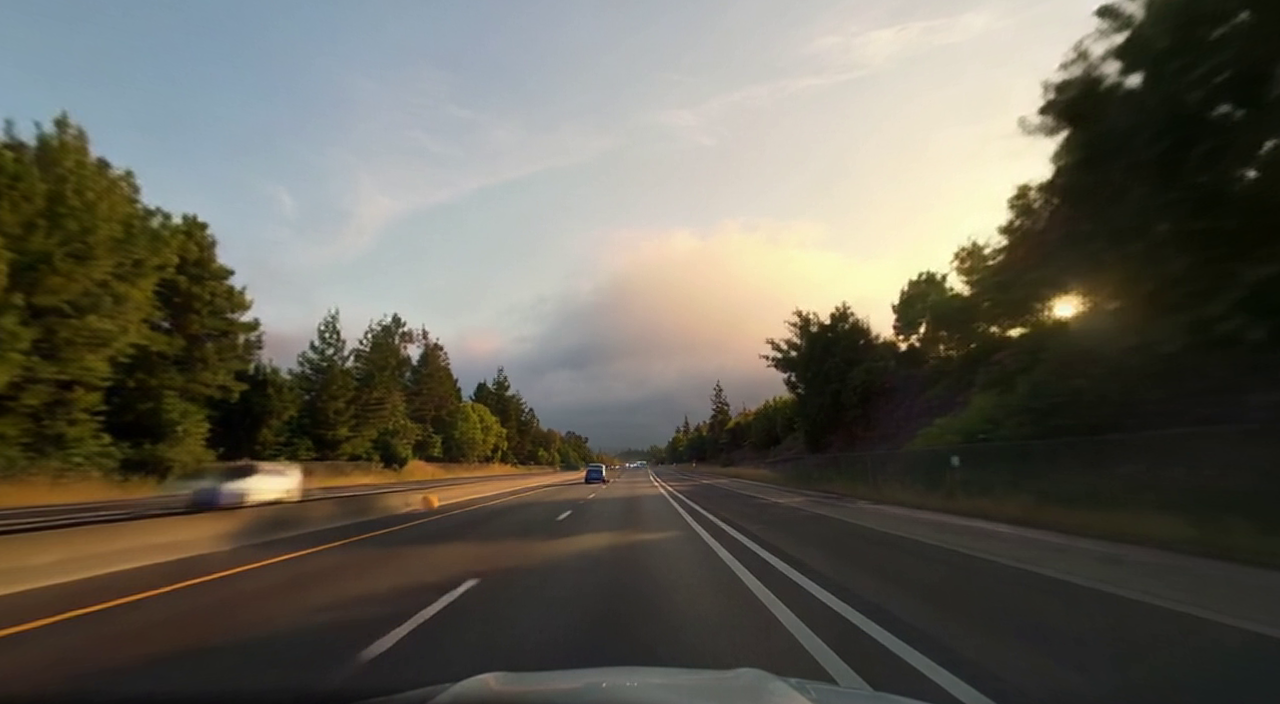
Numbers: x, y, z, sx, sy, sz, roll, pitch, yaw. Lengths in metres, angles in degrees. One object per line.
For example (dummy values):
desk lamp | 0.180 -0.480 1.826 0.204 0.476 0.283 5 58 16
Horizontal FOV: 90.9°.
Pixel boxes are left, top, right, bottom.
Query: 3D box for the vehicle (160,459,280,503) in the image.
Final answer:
vehicle | -16.151 4.971 24.521 1.746 1.523 4.253 1 -11 -1

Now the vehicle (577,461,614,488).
vehicle | -2.687 7.602 39.101 1.900 1.550 4.146 0 -10 2
